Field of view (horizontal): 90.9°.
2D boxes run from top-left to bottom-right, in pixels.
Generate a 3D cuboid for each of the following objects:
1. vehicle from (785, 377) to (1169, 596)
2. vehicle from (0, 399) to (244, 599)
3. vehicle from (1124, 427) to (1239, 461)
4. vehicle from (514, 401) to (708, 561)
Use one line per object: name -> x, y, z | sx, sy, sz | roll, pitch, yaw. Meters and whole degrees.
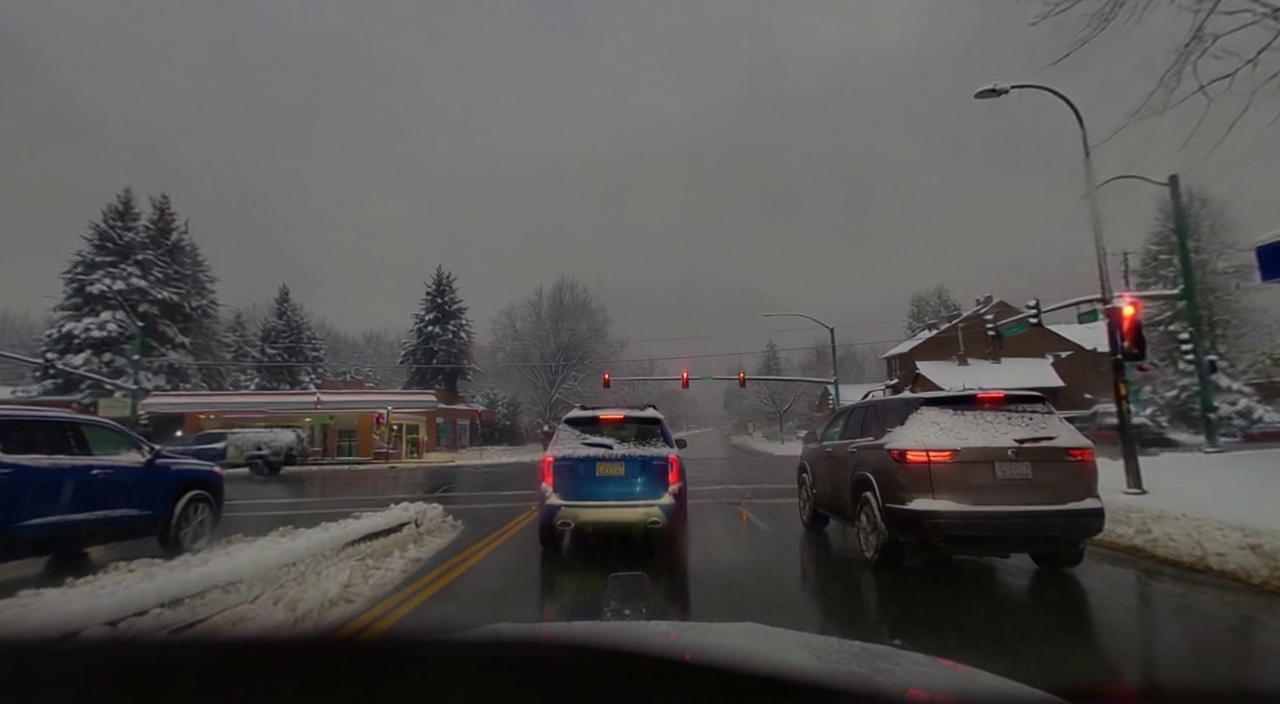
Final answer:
vehicle -> 3.257, 1.413, 7.388 | 2.083, 1.779, 4.347 | 0, -8, 0
vehicle -> -6.732, 1.443, 6.479 | 2.011, 1.774, 4.866 | 0, -8, 2
vehicle -> 24.281, 4.125, 28.310 | 4.007, 1.420, 1.719 | 2, -8, -12
vehicle -> -0.282, 1.674, 8.801 | 2.067, 1.702, 3.987 | 0, -8, 1
